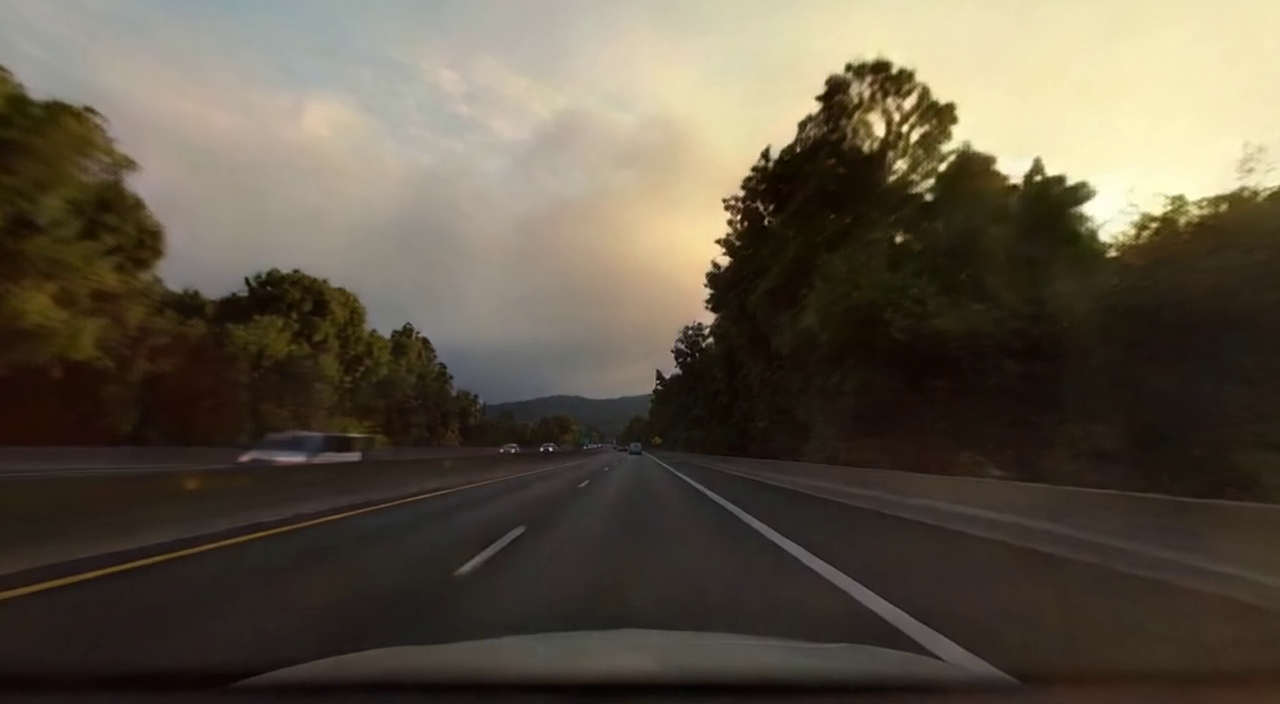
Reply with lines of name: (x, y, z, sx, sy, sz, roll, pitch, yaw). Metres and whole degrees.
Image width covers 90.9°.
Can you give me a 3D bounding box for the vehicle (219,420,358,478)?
vehicle: (-12.293, 3.472, 22.537, 2.145, 1.847, 4.924, 0, -9, 0)
